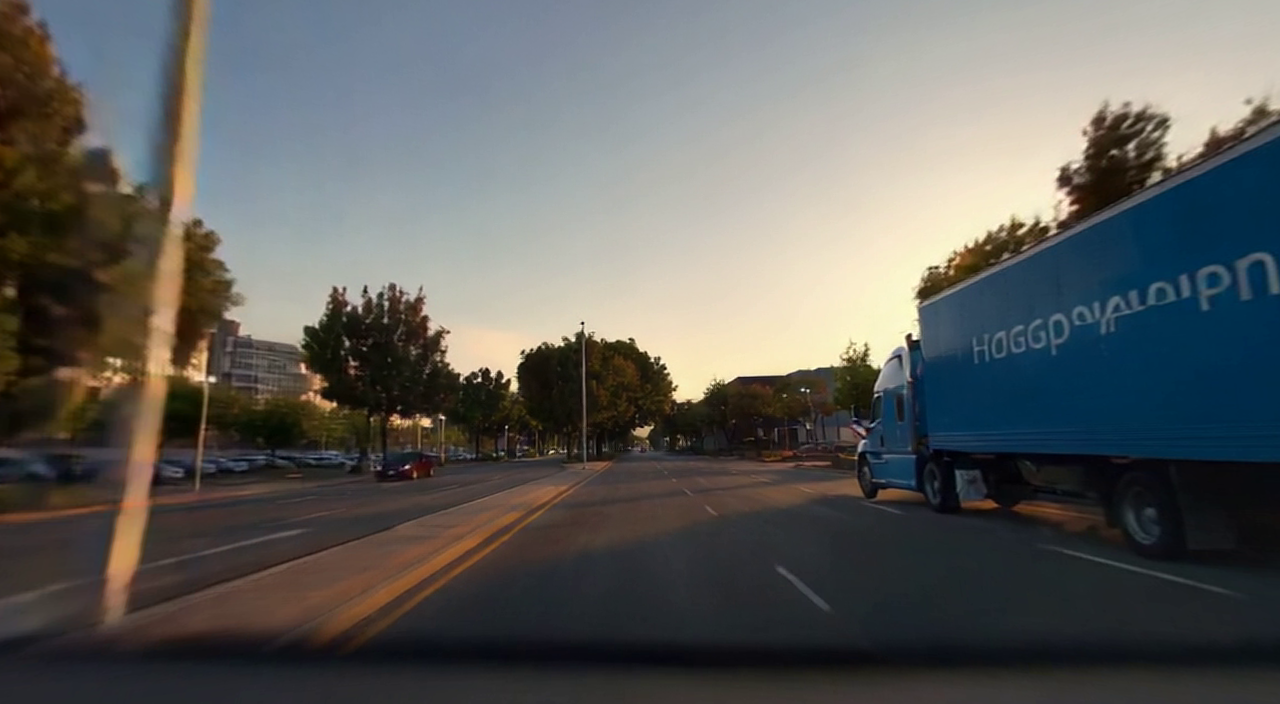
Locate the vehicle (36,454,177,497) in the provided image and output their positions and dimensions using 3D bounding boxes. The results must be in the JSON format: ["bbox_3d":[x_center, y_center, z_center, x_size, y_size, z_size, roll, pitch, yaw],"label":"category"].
[{"bbox_3d":[-25.366,5.849,30.269,4.900,1.808,2.103,7,-11,-39],"label":"vehicle"}]

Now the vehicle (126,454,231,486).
[{"bbox_3d":[-28.057,7.136,38.587,4.923,1.725,2.088,6,-10,-34],"label":"vehicle"}]

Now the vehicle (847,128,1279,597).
[{"bbox_3d":[6.730,0.740,9.567,3.120,3.794,11.510,0,-8,-1],"label":"vehicle"}]
